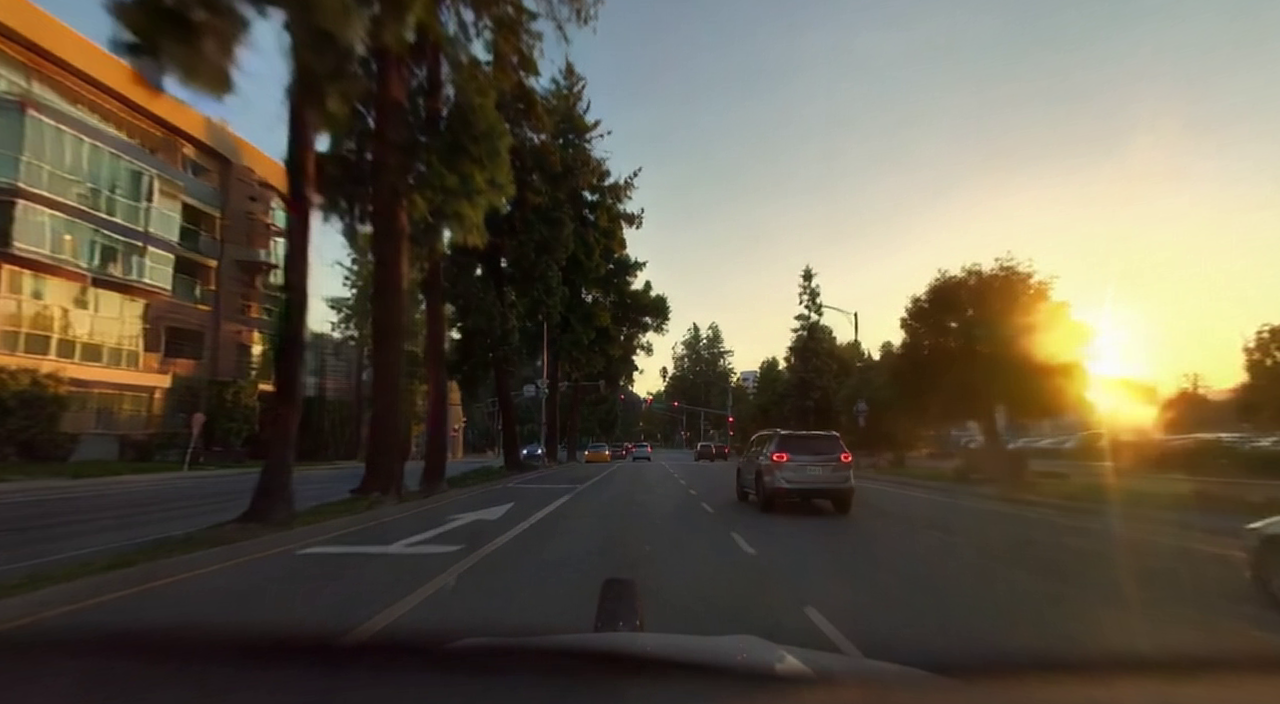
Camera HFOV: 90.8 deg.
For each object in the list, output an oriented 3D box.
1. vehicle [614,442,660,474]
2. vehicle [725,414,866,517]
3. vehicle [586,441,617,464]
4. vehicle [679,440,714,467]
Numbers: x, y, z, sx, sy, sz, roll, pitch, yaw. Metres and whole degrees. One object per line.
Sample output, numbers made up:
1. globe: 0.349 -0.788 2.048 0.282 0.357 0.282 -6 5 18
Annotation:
1. vehicle: -0.126 5.140 30.867 2.119 1.460 3.847 0 -8 0
2. vehicle: 3.241 2.470 14.205 2.035 1.940 4.299 0 -8 0
3. vehicle: -2.828 7.507 47.389 1.962 1.632 3.979 0 -8 1
4. vehicle: 3.806 6.873 42.940 1.922 1.708 4.126 0 -8 -1
